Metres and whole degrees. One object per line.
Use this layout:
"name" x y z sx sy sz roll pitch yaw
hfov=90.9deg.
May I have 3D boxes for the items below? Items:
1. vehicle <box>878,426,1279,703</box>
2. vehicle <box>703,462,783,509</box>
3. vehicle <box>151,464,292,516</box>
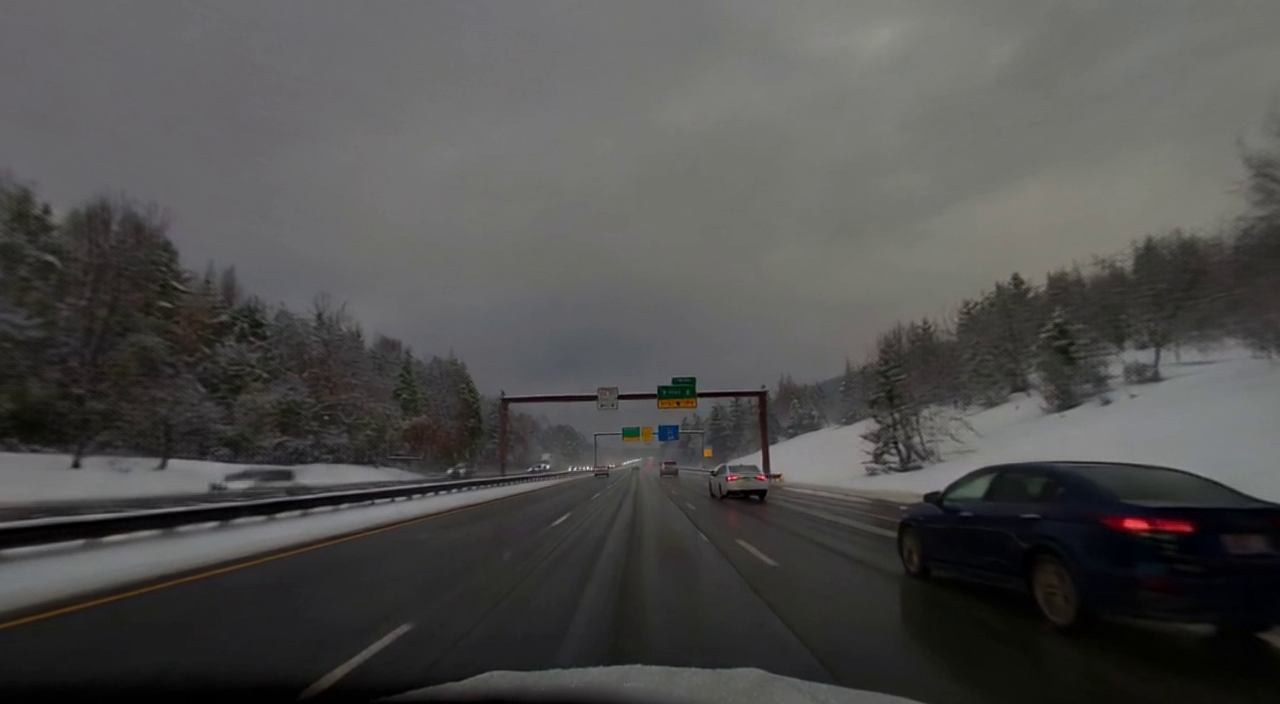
"vehicle" 4.070 1.615 5.572 2.010 1.579 4.679 1 -10 -1
"vehicle" 3.600 4.802 22.934 2.051 1.472 4.547 1 -10 -1
"vehicle" -12.996 4.281 19.858 1.893 1.440 3.550 0 -10 1
